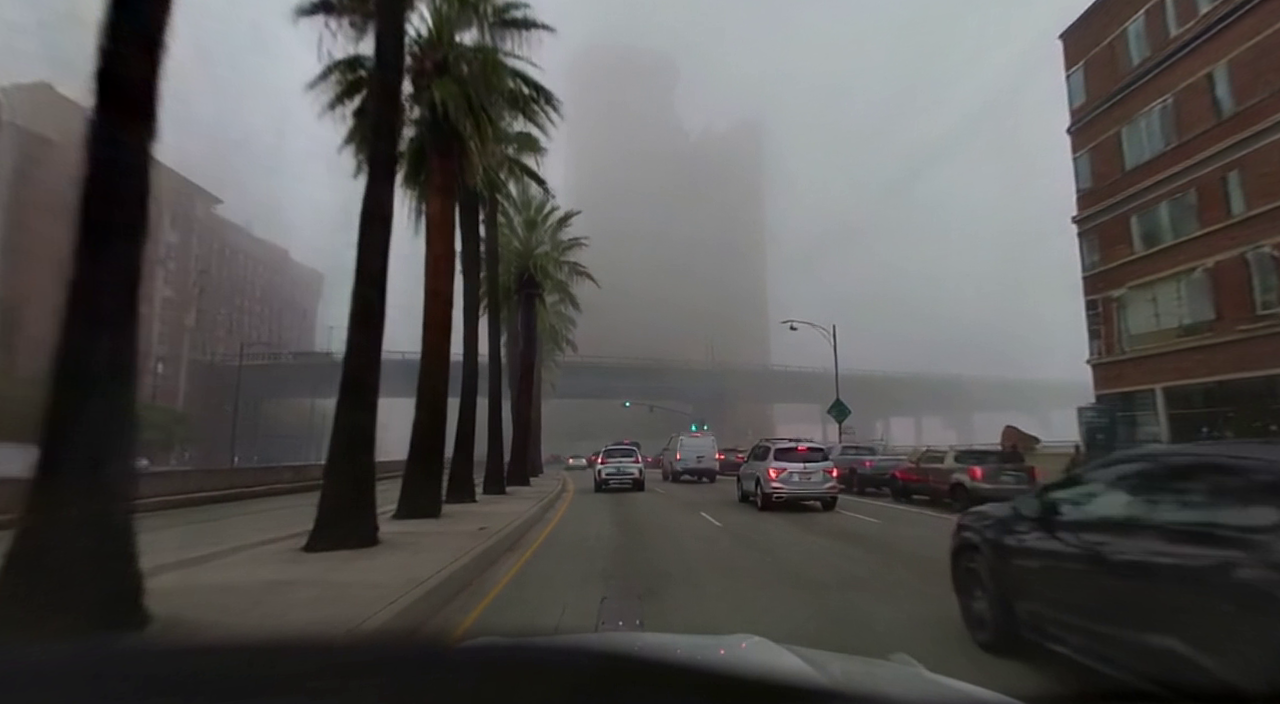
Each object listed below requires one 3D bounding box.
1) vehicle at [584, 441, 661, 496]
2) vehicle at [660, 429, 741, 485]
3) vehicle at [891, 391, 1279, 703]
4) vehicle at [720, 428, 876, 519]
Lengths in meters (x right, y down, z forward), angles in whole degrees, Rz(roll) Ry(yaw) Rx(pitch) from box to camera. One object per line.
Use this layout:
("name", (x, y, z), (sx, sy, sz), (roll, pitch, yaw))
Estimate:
("vehicle", (-0.734, 3.877, 21.516), (2.332, 1.625, 4.933), (0, -9, -5))
("vehicle", (2.476, 4.535, 27.630), (2.434, 2.171, 5.098), (1, -9, -7))
("vehicle", (3.318, 1.014, 2.948), (2.238, 1.522, 4.627), (0, -9, -2))
("vehicle", (3.280, 2.628, 14.163), (2.151, 1.695, 4.258), (0, -9, -3))
